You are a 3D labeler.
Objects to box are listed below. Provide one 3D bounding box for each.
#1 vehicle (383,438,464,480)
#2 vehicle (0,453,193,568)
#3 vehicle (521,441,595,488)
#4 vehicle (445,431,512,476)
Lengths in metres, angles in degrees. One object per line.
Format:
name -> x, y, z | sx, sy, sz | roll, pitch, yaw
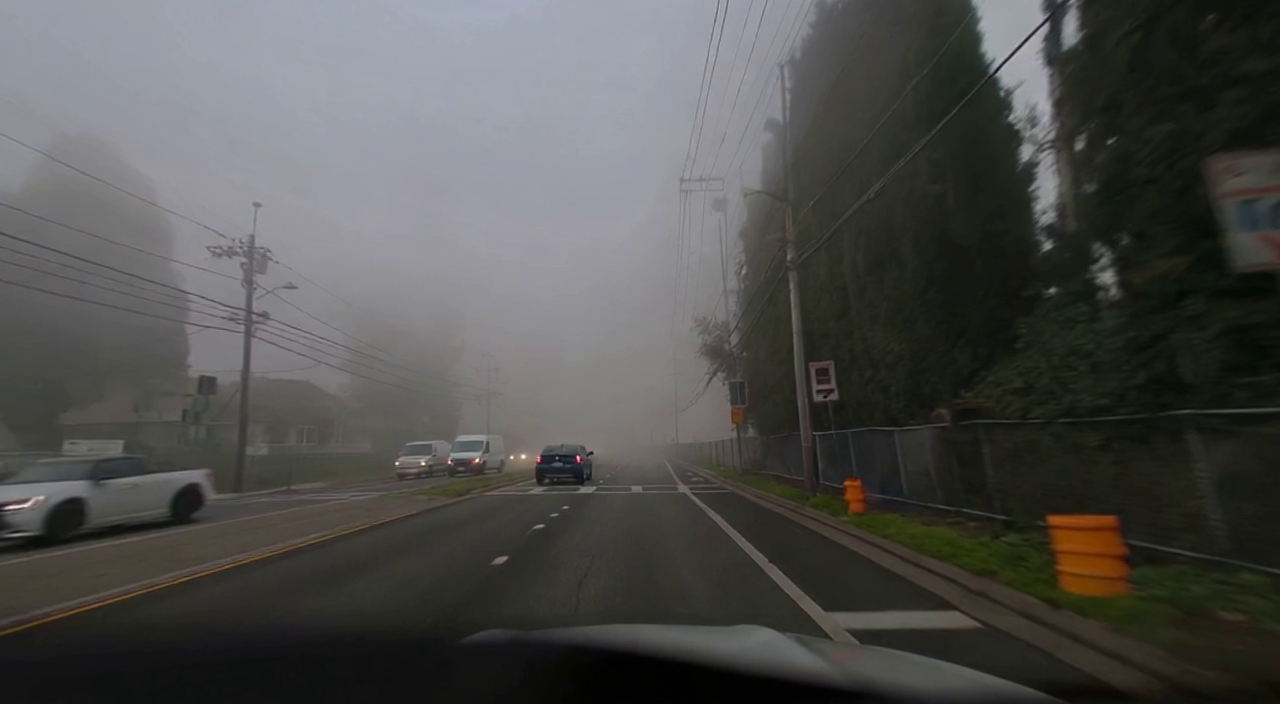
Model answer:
vehicle -> -13.046, 6.486, 38.518 | 2.584, 2.302, 6.400 | 0, -9, 1
vehicle -> -9.844, 2.384, 9.853 | 2.032, 1.527, 4.833 | 0, -9, 1
vehicle -> -2.845, 4.019, 22.791 | 1.992, 1.515, 4.289 | 0, -9, 2
vehicle -> -9.527, 6.061, 37.774 | 2.377, 2.439, 5.510 | 0, -9, 2
